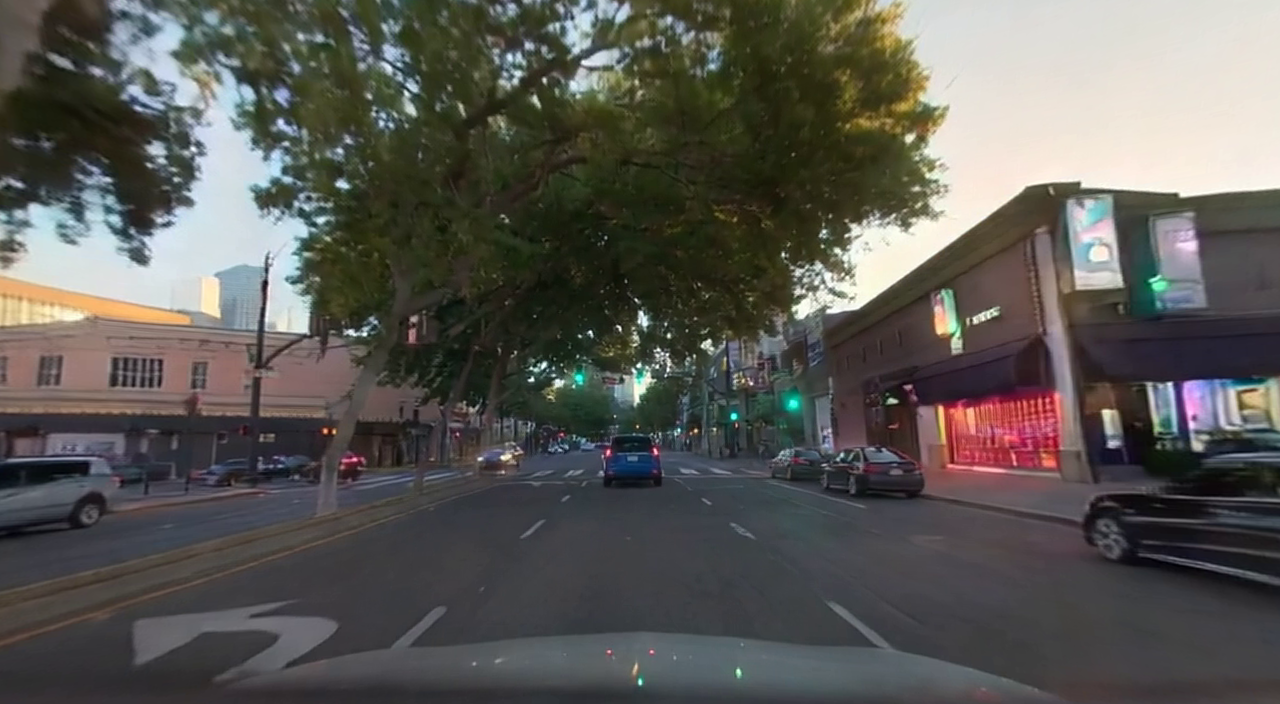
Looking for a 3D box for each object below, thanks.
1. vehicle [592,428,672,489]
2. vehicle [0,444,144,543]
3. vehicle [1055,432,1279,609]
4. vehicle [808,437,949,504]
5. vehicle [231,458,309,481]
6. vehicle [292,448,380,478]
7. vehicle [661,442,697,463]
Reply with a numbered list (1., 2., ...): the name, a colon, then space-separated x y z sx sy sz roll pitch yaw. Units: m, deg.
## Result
1. vehicle: -0.284 3.555 21.335 2.382 1.796 4.610 0 -9 -1
2. vehicle: -14.057 3.018 13.817 2.197 1.985 5.183 0 -9 0
3. vehicle: 6.215 1.438 5.573 1.964 1.429 4.515 0 -9 -1
4. vehicle: 6.072 3.053 16.731 1.986 1.515 4.265 0 -9 -1
5. vehicle: -26.080 8.268 44.663 4.317 1.524 1.809 0 -9 -1
6. vehicle: -18.632 6.775 38.793 4.427 1.757 2.125 -2 -9 11
7. vehicle: 2.734 7.222 45.532 2.209 1.478 4.138 0 -9 -1
